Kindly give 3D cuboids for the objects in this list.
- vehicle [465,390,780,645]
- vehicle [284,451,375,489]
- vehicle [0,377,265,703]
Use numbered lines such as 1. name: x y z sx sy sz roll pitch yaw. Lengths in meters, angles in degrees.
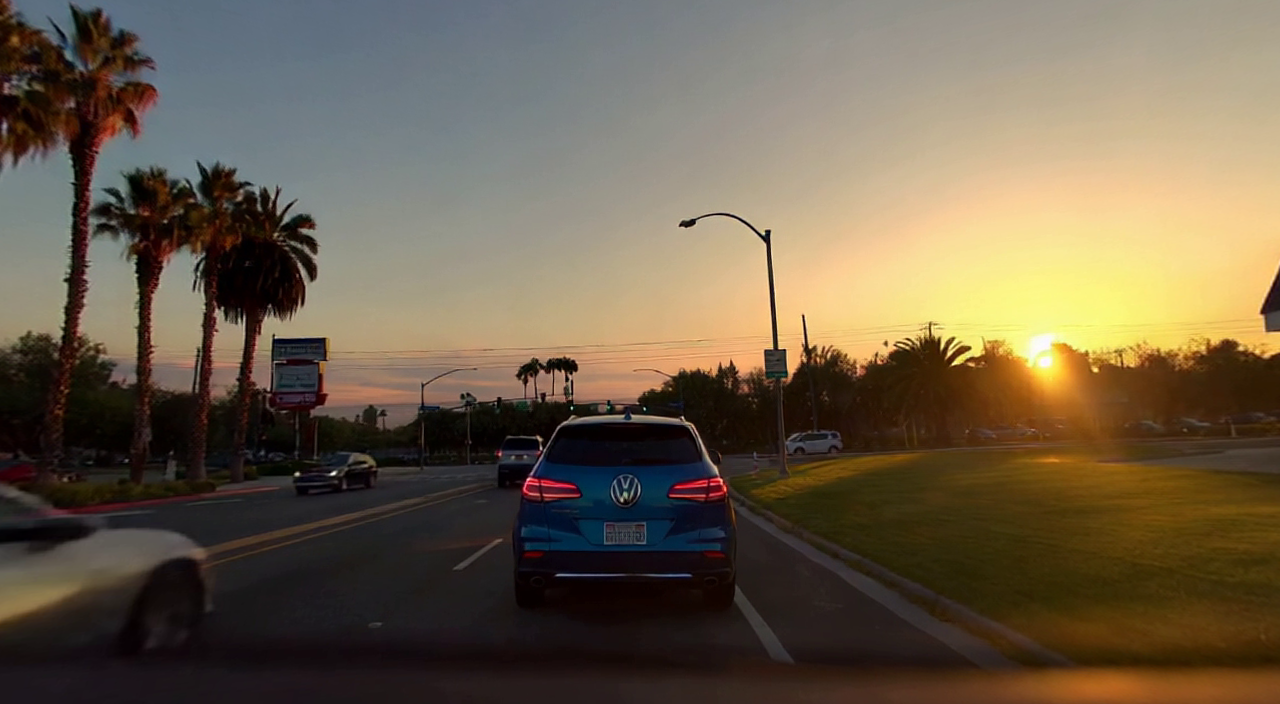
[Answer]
1. vehicle: -0.142 1.422 6.350 2.137 1.728 3.926 0 -9 -1
2. vehicle: -14.954 5.679 30.777 2.069 1.617 4.613 0 -9 0
3. vehicle: -3.946 0.920 2.708 2.023 1.648 4.302 0 -9 0
